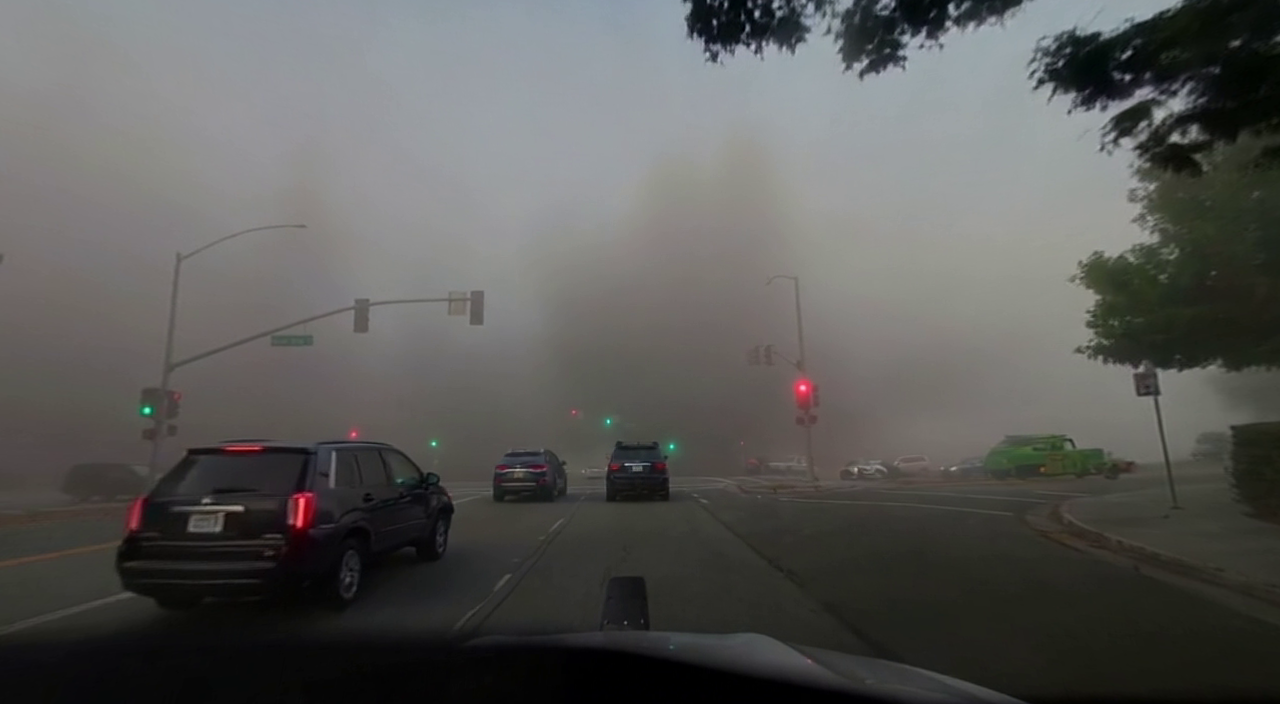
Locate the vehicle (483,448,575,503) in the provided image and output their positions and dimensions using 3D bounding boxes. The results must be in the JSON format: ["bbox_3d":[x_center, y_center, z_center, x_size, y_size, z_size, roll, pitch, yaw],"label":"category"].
[{"bbox_3d":[-3.215,3.663,19.208,2.013,1.474,4.393,0,-9,0],"label":"vehicle"}]

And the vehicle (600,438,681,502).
[{"bbox_3d":[0.005,3.452,18.845,2.163,1.678,3.846,0,-9,0],"label":"vehicle"}]

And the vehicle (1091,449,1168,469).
[{"bbox_3d":[37.831,8.249,48.726,4.525,1.468,1.839,1,-9,-5],"label":"vehicle"}]

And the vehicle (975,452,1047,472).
[{"bbox_3d":[28.706,8.513,48.864,4.365,1.448,1.928,0,-9,0],"label":"vehicle"}]

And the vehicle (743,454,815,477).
[{"bbox_3d":[10.619,8.733,48.383,4.875,1.473,2.077,-2,-12,-2],"label":"vehicle"}]

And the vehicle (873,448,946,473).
[{"bbox_3d":[20.756,8.409,48.671,4.585,1.681,2.140,-2,-10,-1],"label":"vehicle"}]

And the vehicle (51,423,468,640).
[{"bbox_3d":[-3.194,1.540,6.296,1.960,1.528,3.490,0,-9,0],"label":"vehicle"}]

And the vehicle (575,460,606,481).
[{"bbox_3d":[-3.861,9.309,49.722,2.101,1.443,4.367,0,-9,0],"label":"vehicle"}]
